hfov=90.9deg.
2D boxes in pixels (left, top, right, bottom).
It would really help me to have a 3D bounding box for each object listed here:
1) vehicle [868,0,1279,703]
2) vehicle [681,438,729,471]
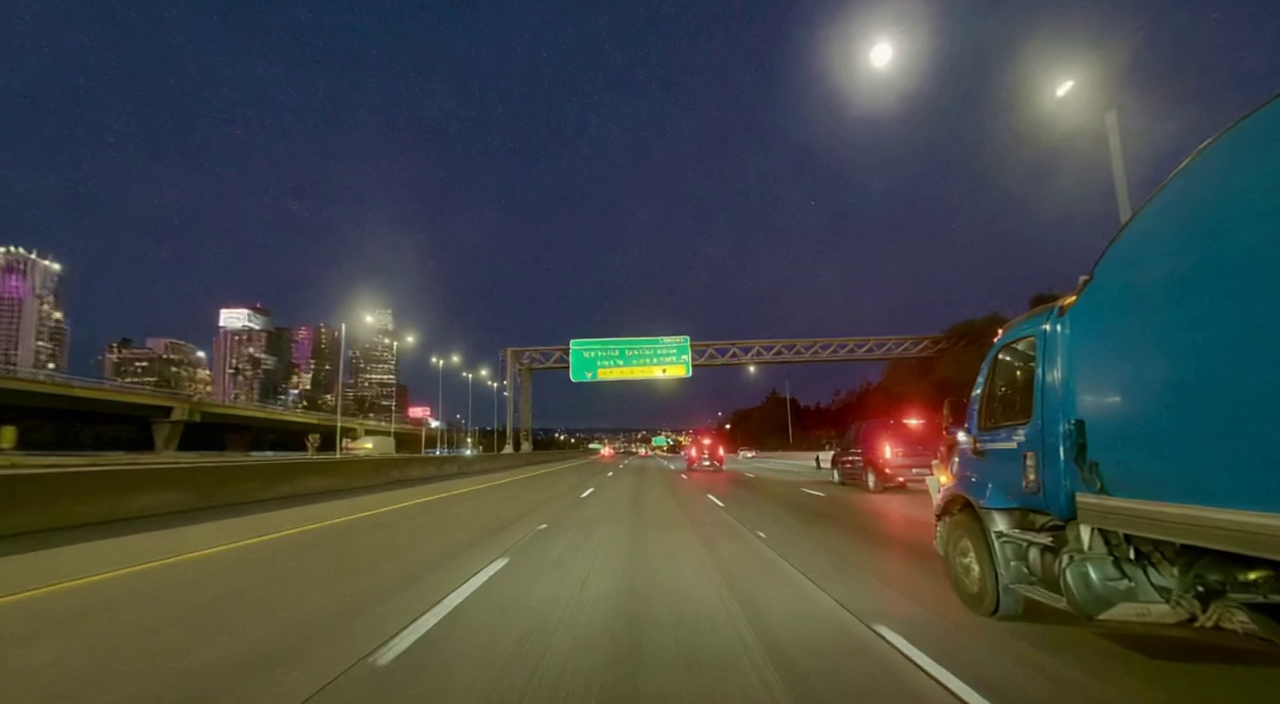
[{"bbox_3d":[3.174,0.245,1.773,2.436,2.745,7.034,0,-8,0],"label":"vehicle"},{"bbox_3d":[4.066,6.576,40.755,2.464,1.961,5.520,0,-8,0],"label":"vehicle"}]
